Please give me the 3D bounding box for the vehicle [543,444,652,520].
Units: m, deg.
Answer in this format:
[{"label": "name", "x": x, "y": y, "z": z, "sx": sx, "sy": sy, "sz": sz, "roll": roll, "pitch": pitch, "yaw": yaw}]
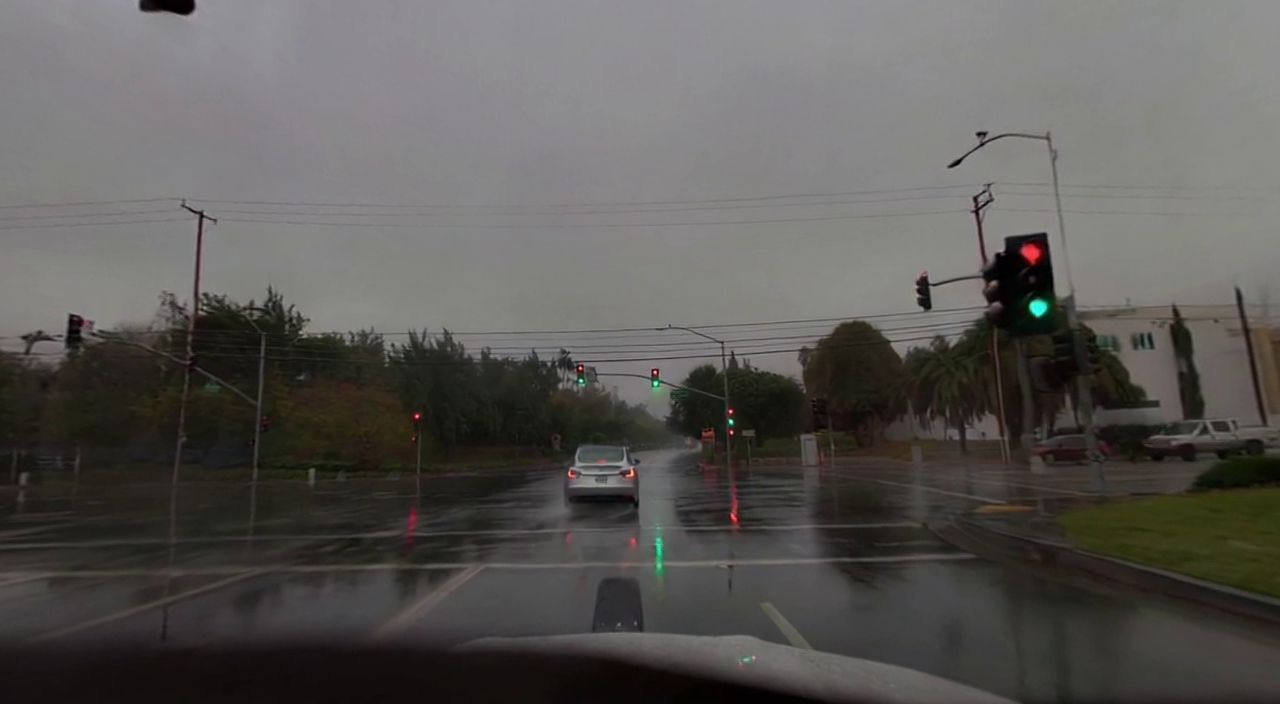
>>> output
[{"label": "vehicle", "x": -0.887, "y": 2.917, "z": 14.724, "sx": 2.152, "sy": 1.478, "sz": 4.229, "roll": 0, "pitch": -9, "yaw": -1}]
